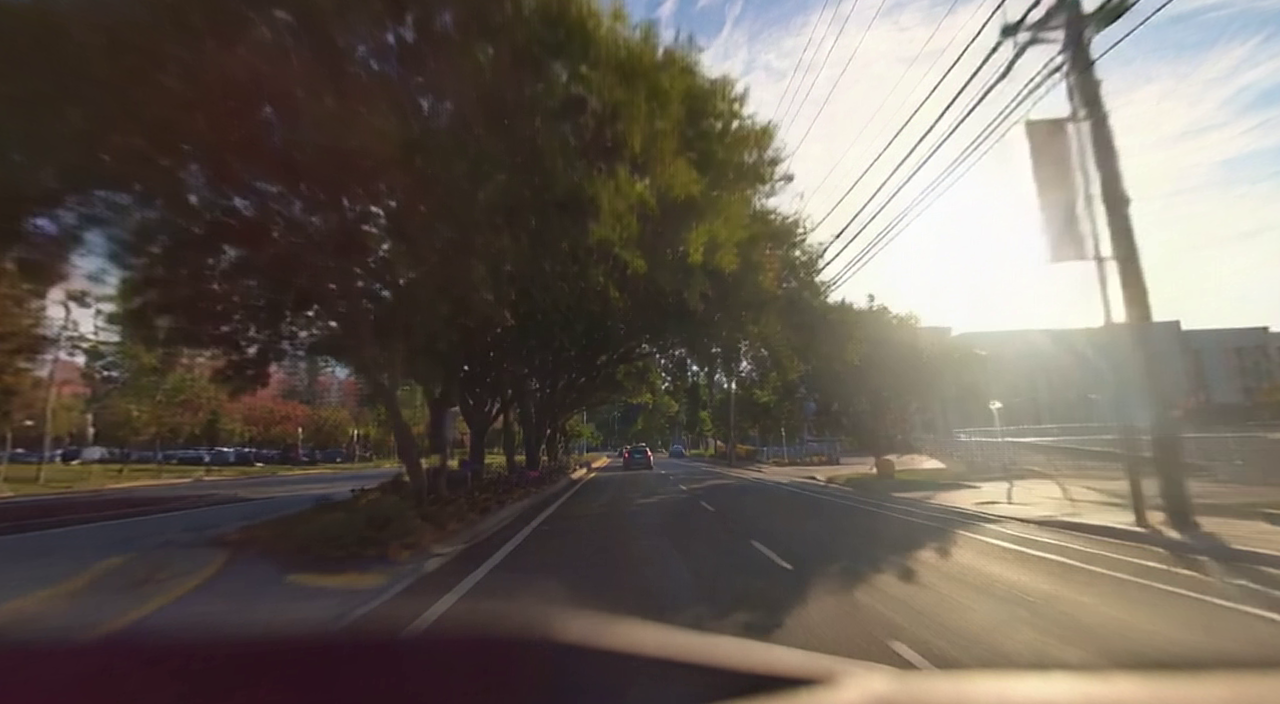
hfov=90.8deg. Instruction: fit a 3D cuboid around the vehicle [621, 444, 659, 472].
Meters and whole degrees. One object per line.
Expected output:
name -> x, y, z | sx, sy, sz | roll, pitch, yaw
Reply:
vehicle -> -0.037, 6.119, 36.718 | 2.109, 1.501, 4.042 | 1, -9, -1
